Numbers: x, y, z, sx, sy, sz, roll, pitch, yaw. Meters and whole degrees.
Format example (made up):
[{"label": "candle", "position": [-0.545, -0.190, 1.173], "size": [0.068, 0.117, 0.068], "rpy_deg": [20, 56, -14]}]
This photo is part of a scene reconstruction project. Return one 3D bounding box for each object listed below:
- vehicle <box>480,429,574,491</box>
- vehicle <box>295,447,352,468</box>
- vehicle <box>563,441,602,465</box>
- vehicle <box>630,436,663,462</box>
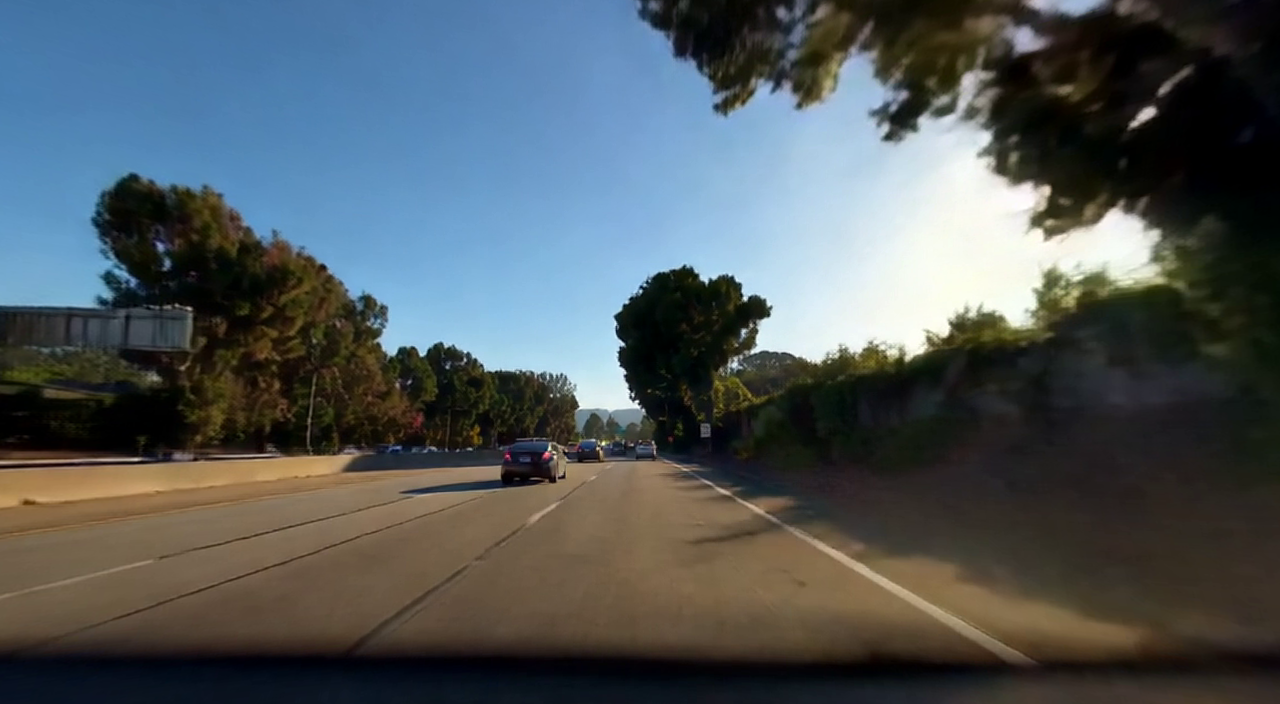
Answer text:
[{"label": "vehicle", "position": [-3.306, 3.256, 19.264], "size": [2.056, 1.679, 4.204], "rpy_deg": [0, -8, 1]}, {"label": "vehicle", "position": [-24.762, 8.232, 49.262], "size": [1.938, 1.479, 4.731], "rpy_deg": [0, -8, 1]}, {"label": "vehicle", "position": [-3.656, 6.449, 40.311], "size": [2.055, 1.431, 3.921], "rpy_deg": [0, -8, 1]}, {"label": "vehicle", "position": [0.435, 7.137, 46.298], "size": [2.285, 1.797, 4.478], "rpy_deg": [0, -8, -1]}]
